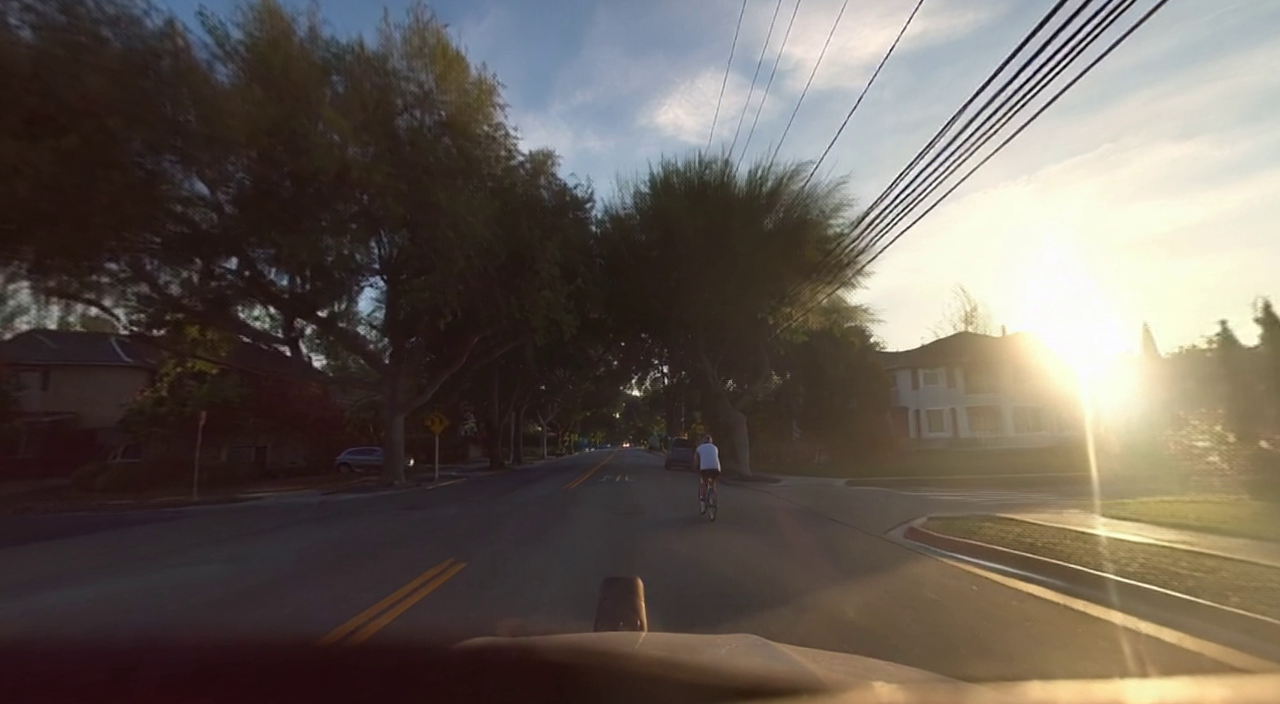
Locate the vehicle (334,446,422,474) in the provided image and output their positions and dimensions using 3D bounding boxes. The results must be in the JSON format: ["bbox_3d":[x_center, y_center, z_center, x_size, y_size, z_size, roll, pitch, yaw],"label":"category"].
[{"bbox_3d":[-14.657,6.034,35.500,4.143,1.480,1.755,0,-8,-2],"label":"vehicle"}]
